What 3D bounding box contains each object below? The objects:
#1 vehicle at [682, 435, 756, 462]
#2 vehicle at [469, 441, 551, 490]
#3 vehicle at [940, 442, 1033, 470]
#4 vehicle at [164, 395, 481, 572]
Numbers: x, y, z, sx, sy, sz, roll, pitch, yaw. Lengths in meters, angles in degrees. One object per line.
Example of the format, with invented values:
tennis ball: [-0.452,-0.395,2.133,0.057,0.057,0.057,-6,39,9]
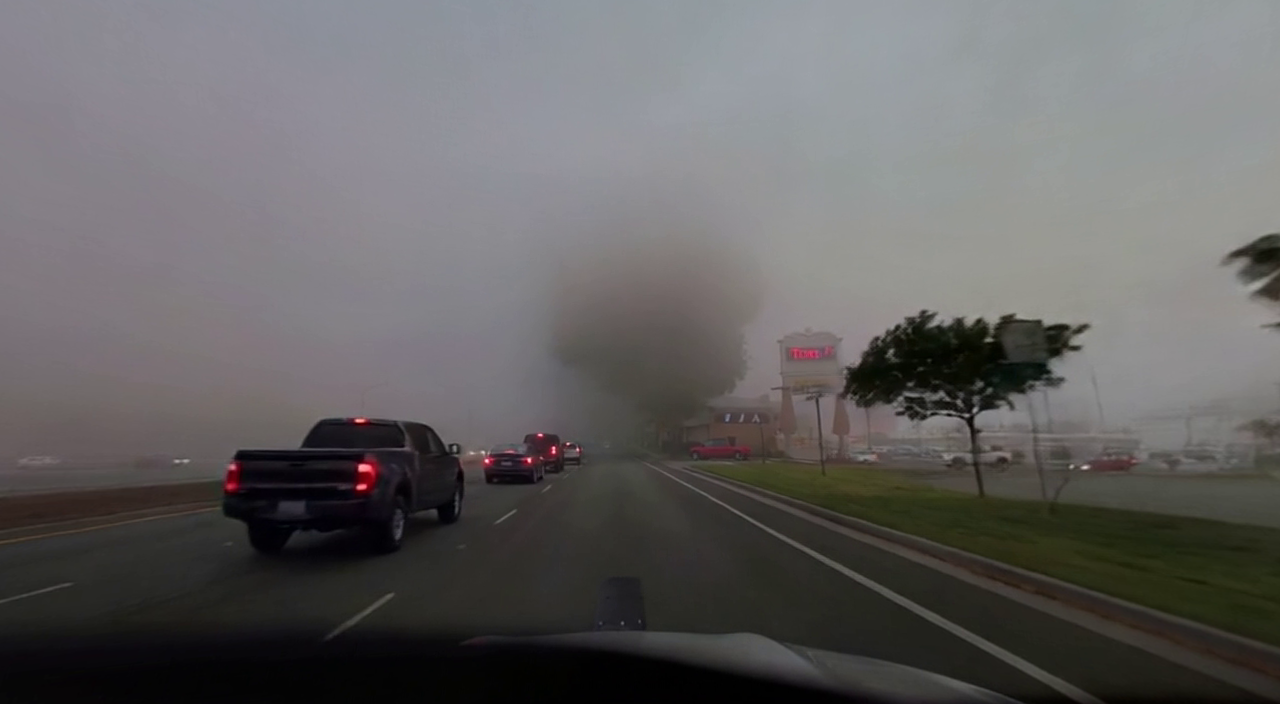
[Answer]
vehicle: [5.445,6.773,43.842,4.813,1.622,2.110,-3,-11,2]
vehicle: [-4.205,3.732,21.051,2.113,1.446,4.309,1,-8,-4]
vehicle: [23.775,7.166,43.256,5.120,1.817,2.154,-1,-9,9]
vehicle: [-4.079,1.796,9.386,2.222,1.899,5.006,0,-8,-2]
